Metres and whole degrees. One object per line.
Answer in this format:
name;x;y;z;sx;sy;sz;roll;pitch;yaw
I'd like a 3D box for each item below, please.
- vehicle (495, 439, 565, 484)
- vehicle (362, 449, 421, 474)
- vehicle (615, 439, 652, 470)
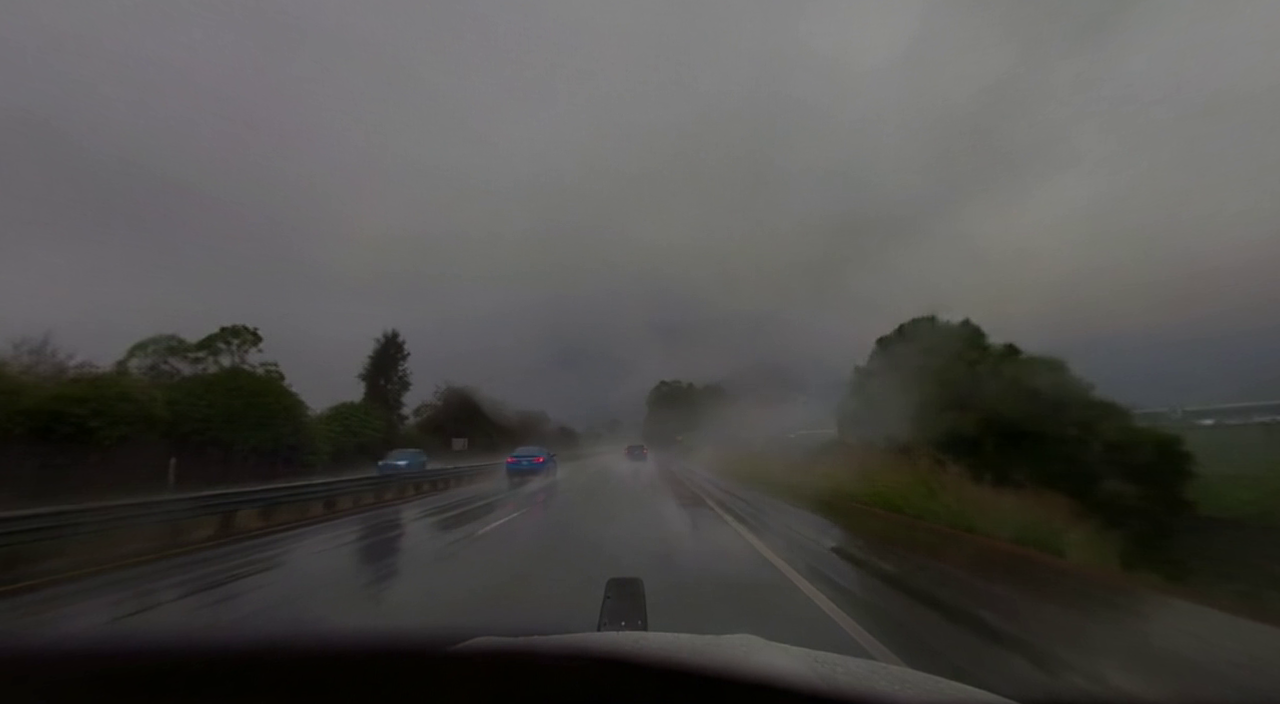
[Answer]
vehicle;-4.450;4.506;26.167;2.113;1.656;4.215;0;-9;1
vehicle;-17.362;7.677;44.336;2.029;1.663;4.989;0;-9;1
vehicle;-0.379;6.204;38.253;2.126;1.786;3.958;0;-9;0
